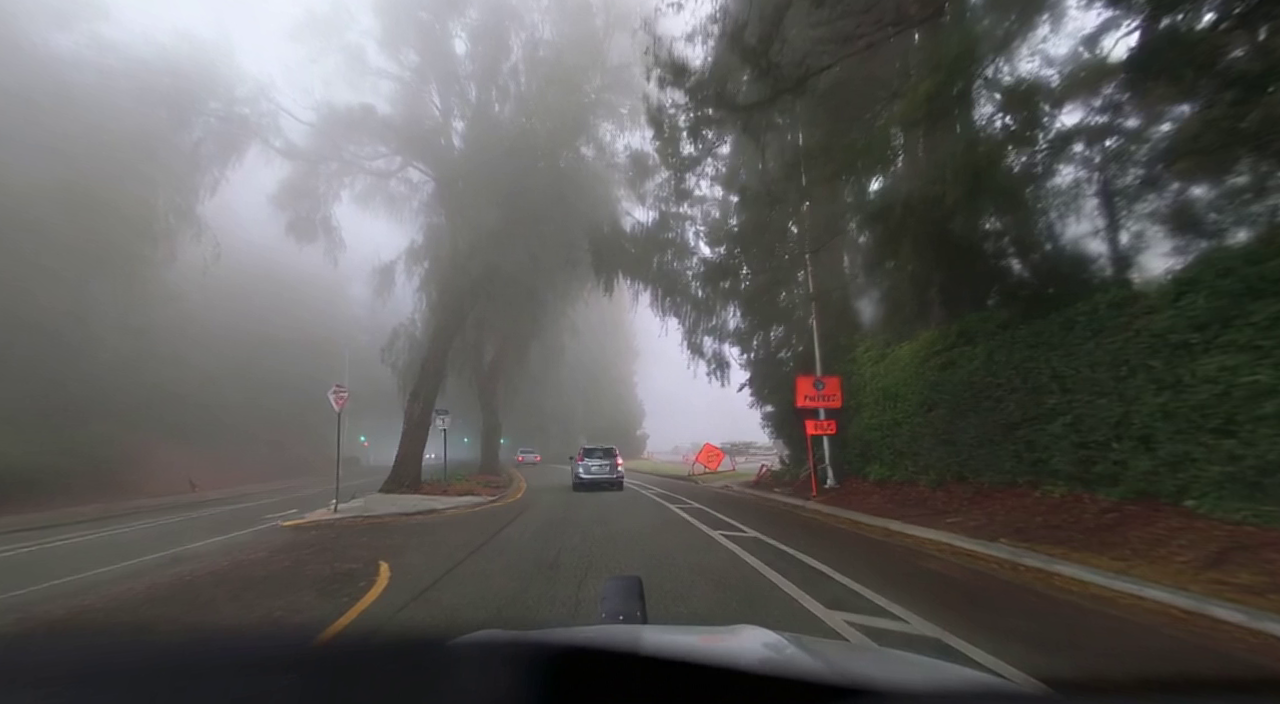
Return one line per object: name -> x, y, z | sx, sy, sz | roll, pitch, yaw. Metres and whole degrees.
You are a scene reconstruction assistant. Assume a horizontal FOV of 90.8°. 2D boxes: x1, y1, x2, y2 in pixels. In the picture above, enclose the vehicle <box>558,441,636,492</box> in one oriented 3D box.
vehicle -> -1.582, 3.824, 21.509 | 2.266, 1.508, 4.430 | 1, -9, -9
